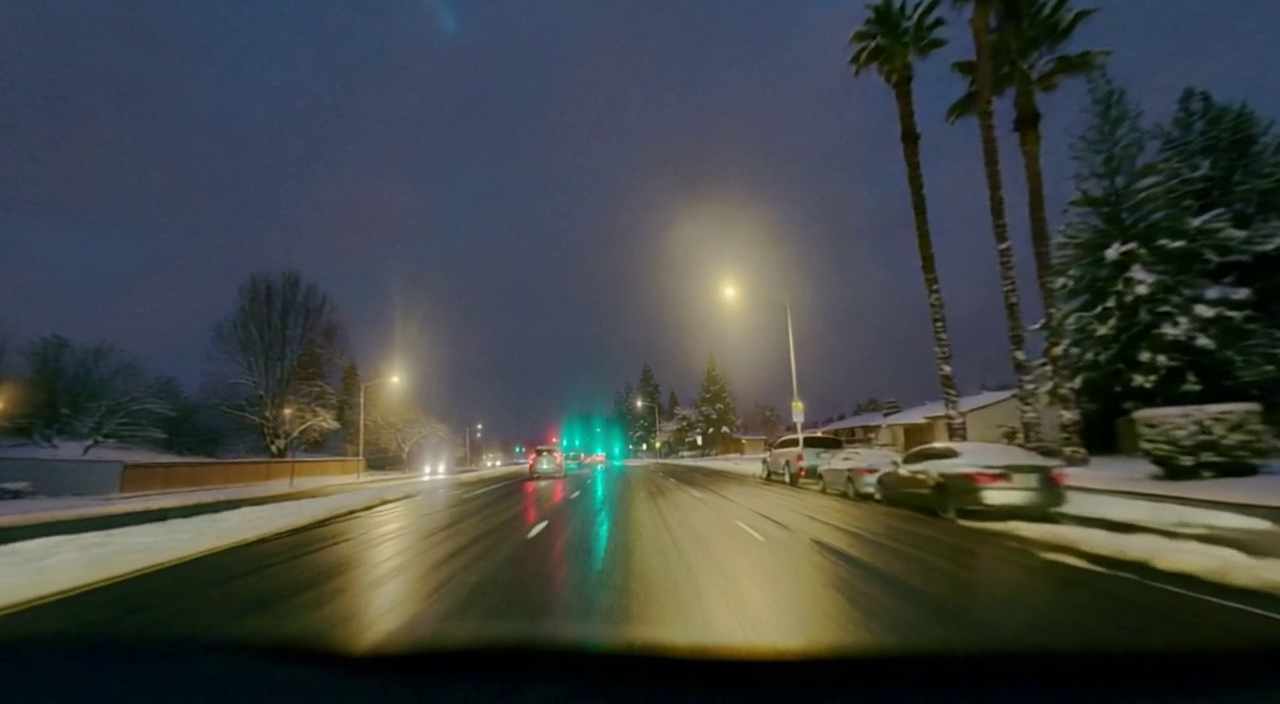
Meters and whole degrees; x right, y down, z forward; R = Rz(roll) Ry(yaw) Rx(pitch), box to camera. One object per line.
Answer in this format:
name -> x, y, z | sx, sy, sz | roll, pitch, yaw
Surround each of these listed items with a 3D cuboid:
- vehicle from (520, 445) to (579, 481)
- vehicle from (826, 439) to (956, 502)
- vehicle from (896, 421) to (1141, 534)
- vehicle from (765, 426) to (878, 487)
vehicle -> -3.937, 4.904, 28.254 | 2.108, 1.475, 4.555 | 0, -8, -1
vehicle -> 6.803, 3.234, 17.683 | 1.814, 1.521, 4.215 | 0, -8, -2
vehicle -> 6.672, 2.241, 11.865 | 1.962, 1.725, 4.257 | 0, -8, 1
vehicle -> 6.618, 3.917, 23.958 | 2.418, 2.004, 6.128 | 0, -8, 0
